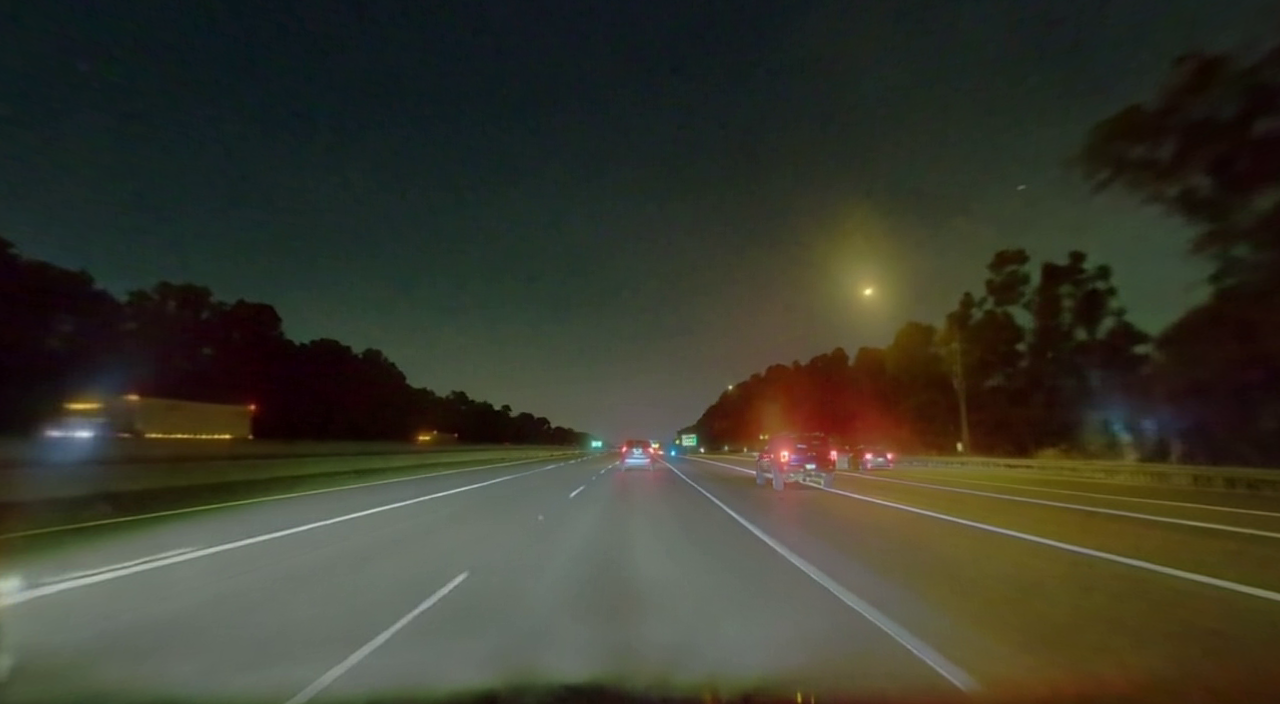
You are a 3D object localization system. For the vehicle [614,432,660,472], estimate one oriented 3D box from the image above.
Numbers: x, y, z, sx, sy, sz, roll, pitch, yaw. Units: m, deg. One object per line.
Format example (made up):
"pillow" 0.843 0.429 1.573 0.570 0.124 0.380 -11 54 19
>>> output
"vehicle" -0.165 5.224 33.053 2.269 1.924 4.596 0 -8 0

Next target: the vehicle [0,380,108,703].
"vehicle" -3.419 0.591 0.241 2.140 1.574 4.946 0 -8 0
